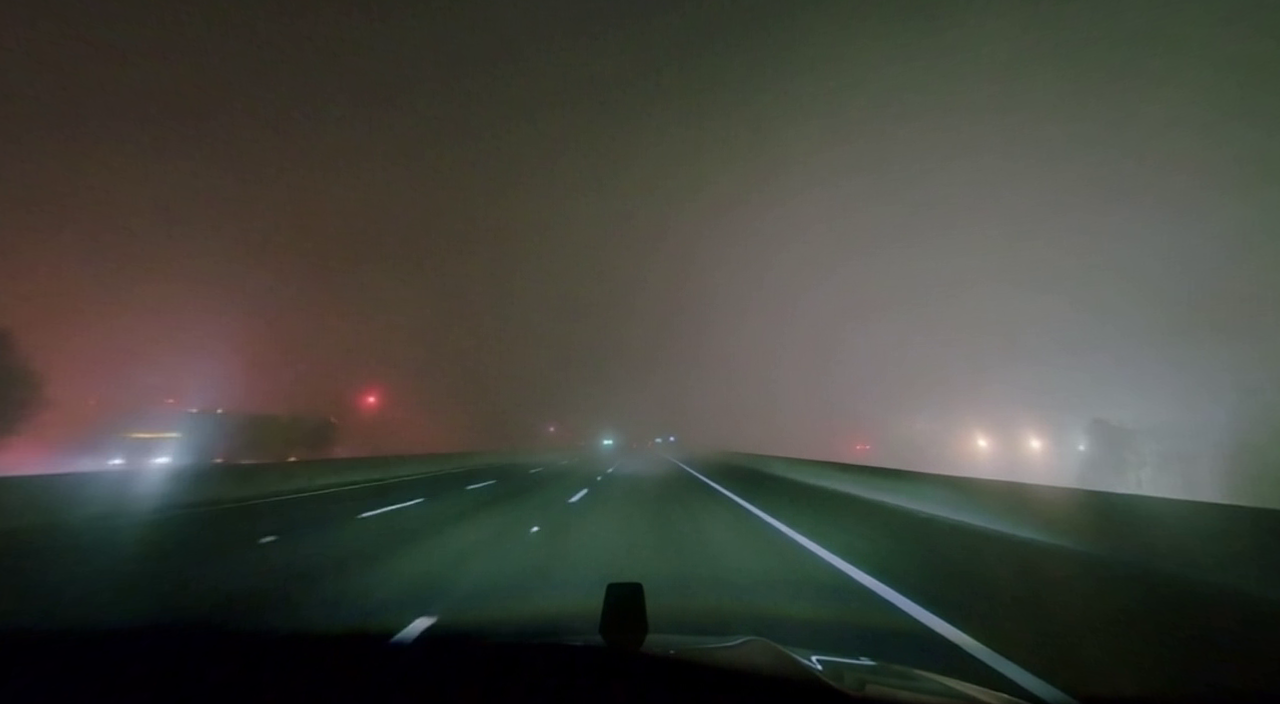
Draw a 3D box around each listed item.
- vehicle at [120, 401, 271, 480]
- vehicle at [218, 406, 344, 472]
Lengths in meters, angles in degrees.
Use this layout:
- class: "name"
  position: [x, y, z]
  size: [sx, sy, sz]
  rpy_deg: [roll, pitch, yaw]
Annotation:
- class: "vehicle"
  position: [-22.589, 4.565, 32.480]
  size: [3.022, 3.619, 6.249]
  rpy_deg: [0, -8, 1]
- class: "vehicle"
  position: [-22.504, 5.546, 40.194]
  size: [2.892, 3.760, 8.321]
  rpy_deg: [0, -8, 2]
